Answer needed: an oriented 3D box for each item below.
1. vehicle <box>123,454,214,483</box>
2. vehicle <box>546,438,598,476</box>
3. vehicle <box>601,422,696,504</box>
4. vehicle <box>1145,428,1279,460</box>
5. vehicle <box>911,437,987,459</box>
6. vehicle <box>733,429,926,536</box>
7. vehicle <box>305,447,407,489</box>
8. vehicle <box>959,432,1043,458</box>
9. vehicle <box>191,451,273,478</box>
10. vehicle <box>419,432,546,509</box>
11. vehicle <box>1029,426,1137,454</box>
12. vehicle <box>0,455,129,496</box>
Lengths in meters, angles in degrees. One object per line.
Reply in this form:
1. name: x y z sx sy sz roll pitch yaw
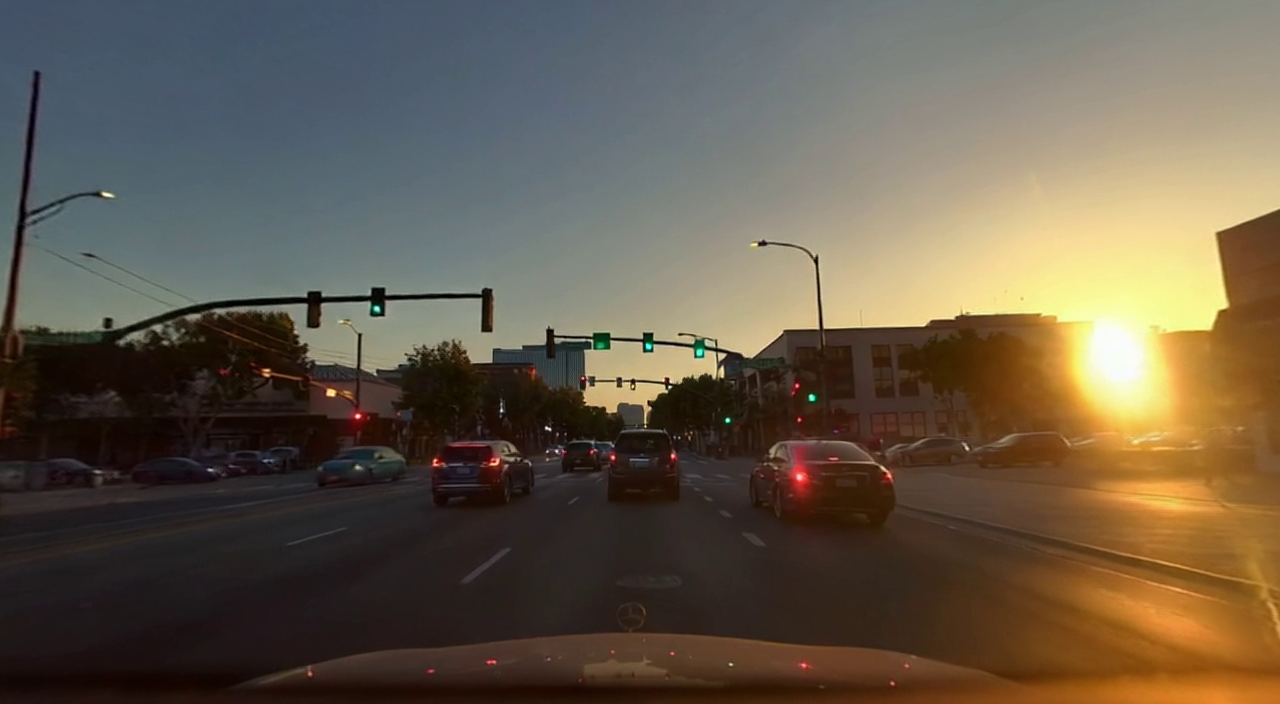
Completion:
1. vehicle: -29.544 7.276 39.574 4.337 1.690 1.875 -2 -8 5
2. vehicle: -3.070 4.842 29.278 1.894 1.642 3.861 0 -8 2
3. vehicle: 0.226 2.731 15.894 2.075 1.770 4.018 0 -8 1
4. vehicle: 29.089 4.701 32.141 4.736 1.526 1.878 -2 -9 12
5. vehicle: 21.579 6.738 44.148 4.315 1.461 1.803 -1 -9 7
6. vehicle: 2.989 2.160 11.093 2.030 1.492 4.383 0 -8 0
7. vehicle: -11.279 4.606 25.432 1.900 1.494 4.489 0 -8 2
8. vehicle: 23.326 6.013 40.817 4.236 1.617 1.832 -1 -9 10
9. vehicle: -27.495 7.569 42.518 4.221 1.703 1.930 -1 -8 5
10. vehicle: -3.638 2.811 15.393 1.886 1.599 4.247 0 -8 2
11. vehicle: 29.986 6.019 42.811 5.516 1.780 2.064 -2 -9 9
12. vehicle: -29.891 6.150 31.754 2.021 1.802 5.987 -5 -10 30
